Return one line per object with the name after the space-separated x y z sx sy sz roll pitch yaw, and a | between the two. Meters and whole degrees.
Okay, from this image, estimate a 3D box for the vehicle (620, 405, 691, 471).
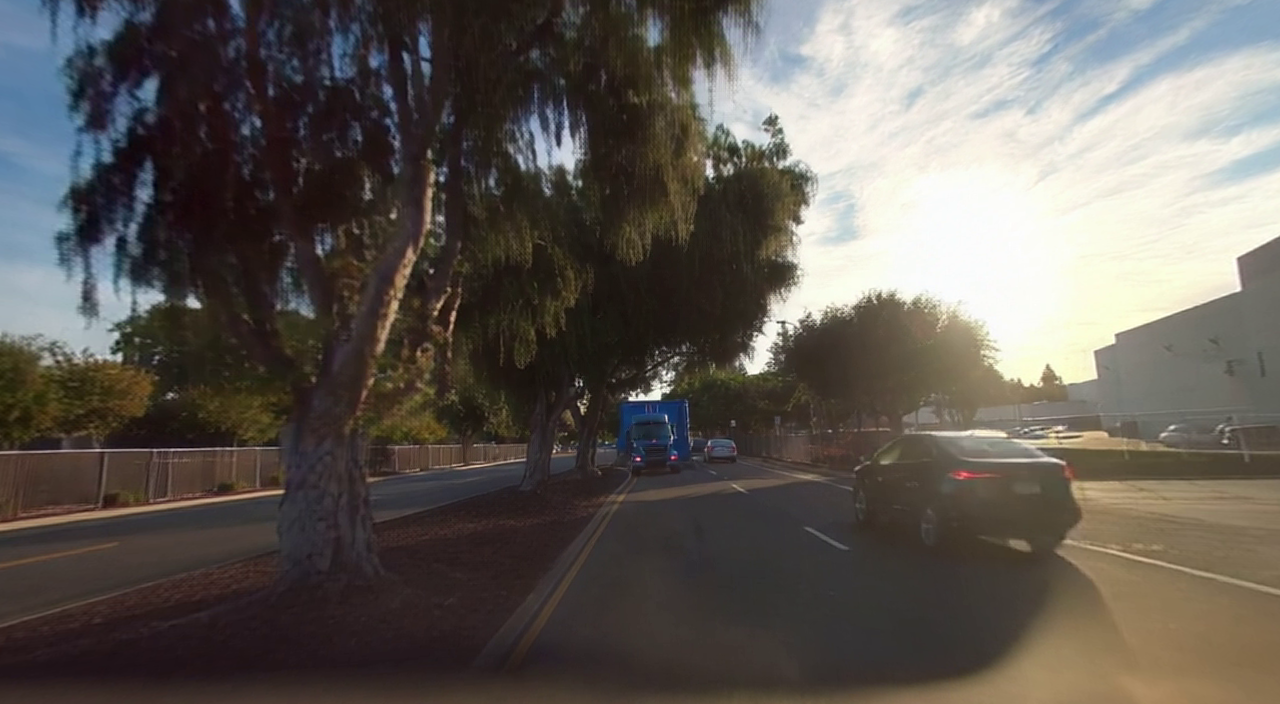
0.797 4.424 32.326 3.197 2.963 7.055 0 -8 2 | vehicle

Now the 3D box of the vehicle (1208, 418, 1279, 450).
37.495 5.015 38.081 2.389 1.806 5.792 -3 -9 18 | vehicle

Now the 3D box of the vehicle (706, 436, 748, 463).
5.694 6.421 41.670 2.151 1.662 4.543 0 -8 1 | vehicle

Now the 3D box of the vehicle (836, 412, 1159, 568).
4.555 1.811 9.102 2.076 1.661 4.524 0 -8 1 | vehicle

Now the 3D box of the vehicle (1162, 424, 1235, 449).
44.083 6.686 49.914 2.050 1.801 5.143 -5 -8 15 | vehicle
